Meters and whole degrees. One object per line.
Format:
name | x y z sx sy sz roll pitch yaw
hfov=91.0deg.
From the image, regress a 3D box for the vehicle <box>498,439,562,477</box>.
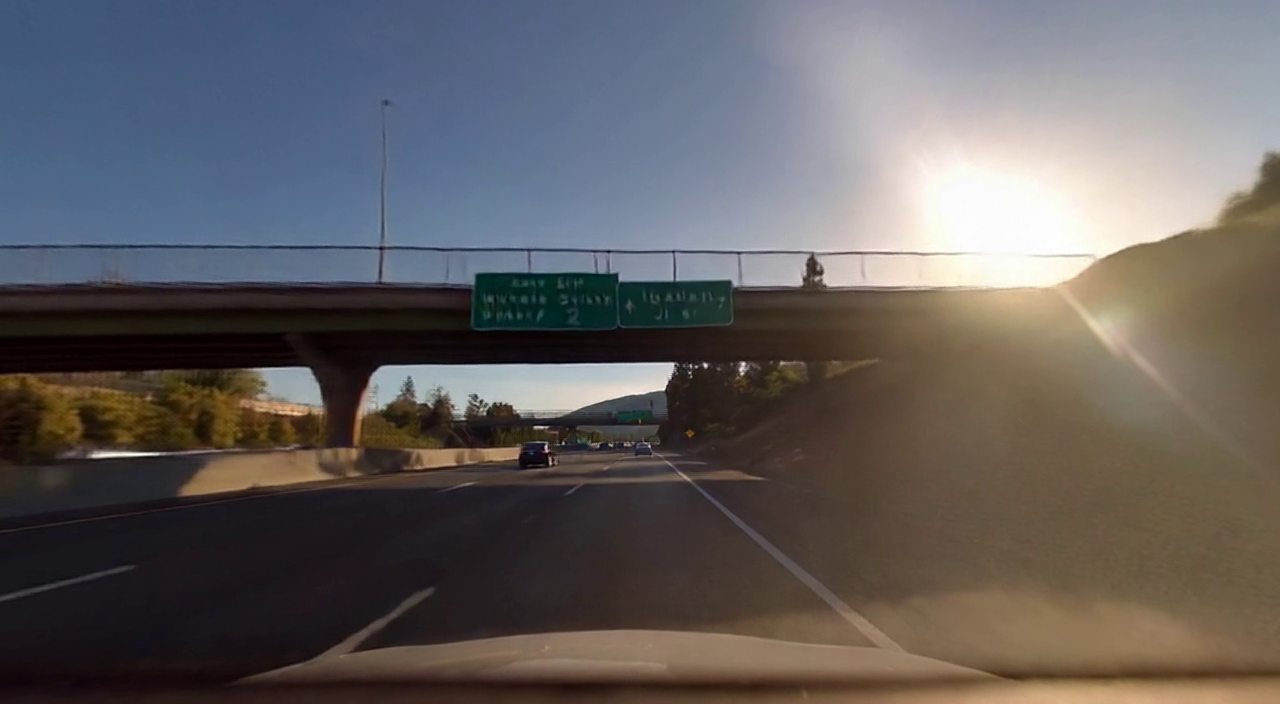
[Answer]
vehicle | -4.888 4.791 28.780 1.916 1.545 4.757 0 -8 2
